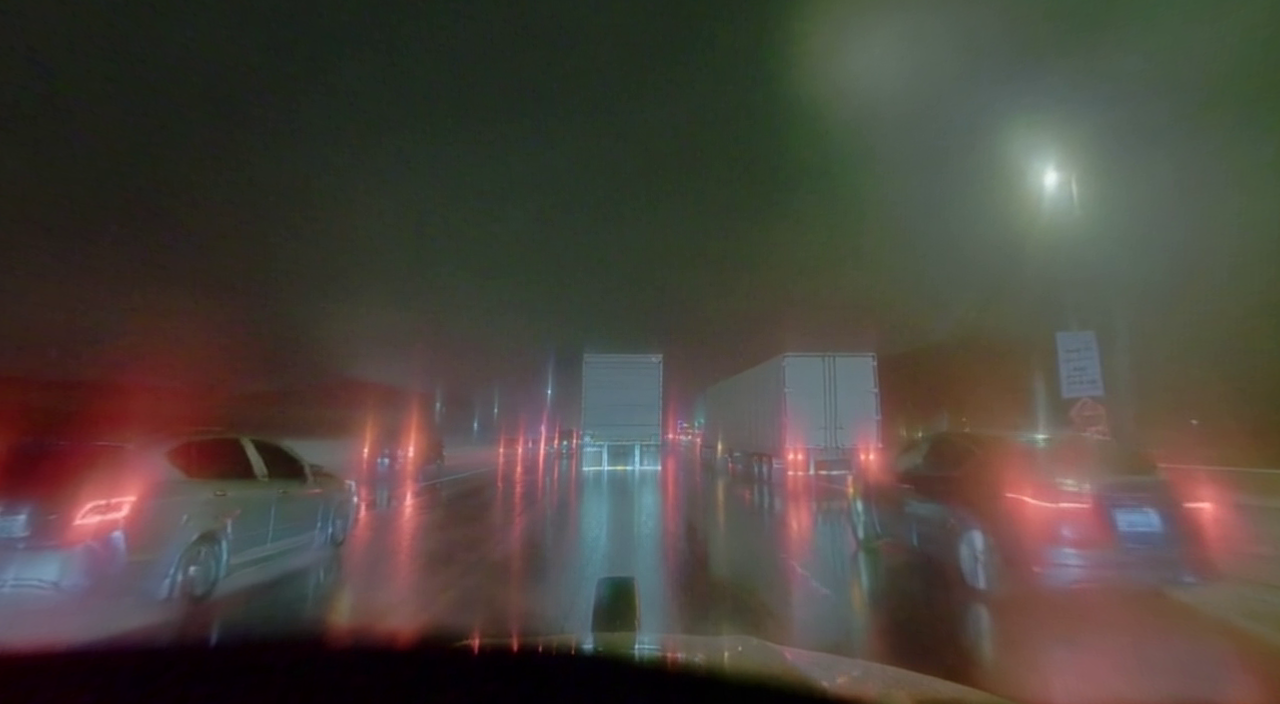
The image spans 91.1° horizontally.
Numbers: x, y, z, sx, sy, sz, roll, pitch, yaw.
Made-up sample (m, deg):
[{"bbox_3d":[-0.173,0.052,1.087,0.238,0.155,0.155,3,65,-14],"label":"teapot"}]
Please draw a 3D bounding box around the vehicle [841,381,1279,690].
[{"bbox_3d":[3.356,1.174,5.206,1.976,1.513,4.065,0,-8,-1],"label":"vehicle"}]

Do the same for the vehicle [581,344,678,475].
[{"bbox_3d":[-0.454,2.414,24.411,2.938,4.033,9.980,0,-8,-1],"label":"vehicle"}]

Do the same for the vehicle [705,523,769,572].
[{"bbox_3d":[5.007,10.158,32.823,2.835,2.000,2.696,0,-7,-2],"label":"vehicle"}]

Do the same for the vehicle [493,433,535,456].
[{"bbox_3d":[-8.569,6.352,43.261,2.019,1.471,4.347,0,-8,0],"label":"vehicle"}]

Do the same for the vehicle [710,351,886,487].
[{"bbox_3d":[5.353,2.908,25.284,2.863,3.936,14.058,0,-8,-3],"label":"vehicle"}]

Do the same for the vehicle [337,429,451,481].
[{"bbox_3d":[-7.804,3.296,20.462,1.909,1.479,4.425,0,-8,0],"label":"vehicle"}]

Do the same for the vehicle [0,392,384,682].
[{"bbox_3d":[-3.867,1.215,5.226,1.882,1.493,3.828,0,-8,0],"label":"vehicle"}]

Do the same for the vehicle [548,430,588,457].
[{"bbox_3d":[-4.523,5.796,40.026,1.986,1.612,4.155,0,-8,1],"label":"vehicle"}]
